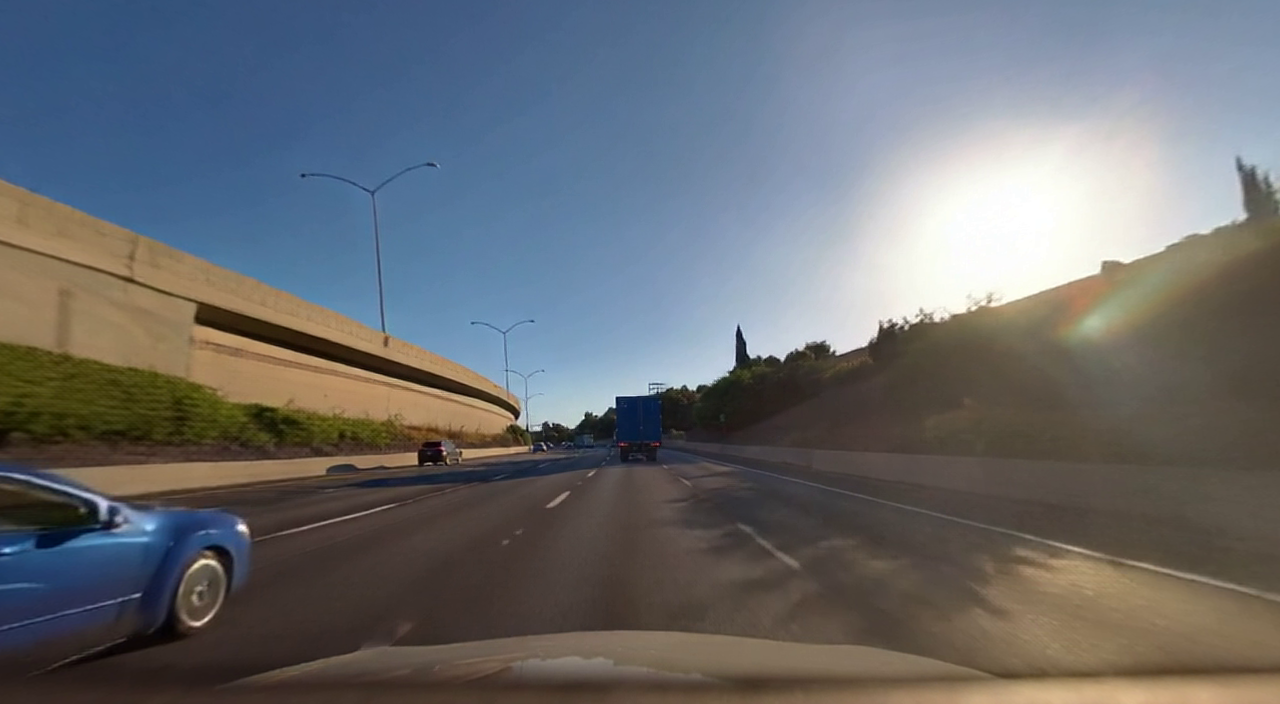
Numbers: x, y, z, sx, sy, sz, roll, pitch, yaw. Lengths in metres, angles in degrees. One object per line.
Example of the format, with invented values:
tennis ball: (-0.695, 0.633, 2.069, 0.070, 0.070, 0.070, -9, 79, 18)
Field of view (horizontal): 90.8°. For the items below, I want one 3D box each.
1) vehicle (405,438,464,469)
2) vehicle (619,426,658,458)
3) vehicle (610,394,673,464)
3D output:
vehicle: (-11.426, 5.645, 35.388, 1.919, 1.625, 4.183, 0, -8, -1)
vehicle: (-0.135, 5.159, 36.094, 2.052, 1.666, 4.358, 0, -8, -2)
vehicle: (-0.204, 4.963, 39.328, 3.233, 3.678, 11.032, 0, -9, -3)
